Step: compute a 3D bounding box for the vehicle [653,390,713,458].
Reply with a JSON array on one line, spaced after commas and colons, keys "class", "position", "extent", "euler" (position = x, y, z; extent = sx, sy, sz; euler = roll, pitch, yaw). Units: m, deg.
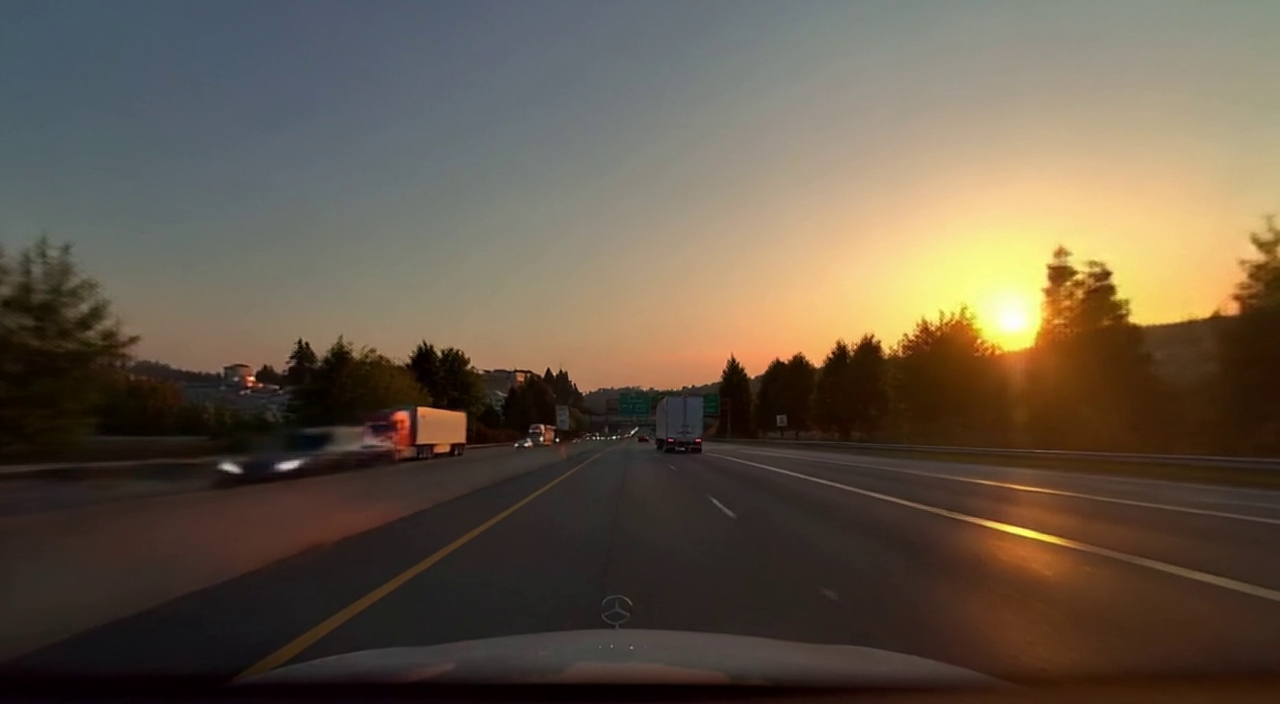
[{"class": "vehicle", "position": [2.685, 5.205, 44.386], "extent": [2.954, 3.995, 13.335], "euler": [0, -8, -1]}]

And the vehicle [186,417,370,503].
[{"class": "vehicle", "position": [-9.506, 2.856, 17.196], "extent": [2.268, 1.975, 4.713], "euler": [0, -8, -1]}]

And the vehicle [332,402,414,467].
[{"class": "vehicle", "position": [-17.656, 5.511, 42.202], "extent": [2.817, 3.985, 5.911], "euler": [0, -8, 0]}]
